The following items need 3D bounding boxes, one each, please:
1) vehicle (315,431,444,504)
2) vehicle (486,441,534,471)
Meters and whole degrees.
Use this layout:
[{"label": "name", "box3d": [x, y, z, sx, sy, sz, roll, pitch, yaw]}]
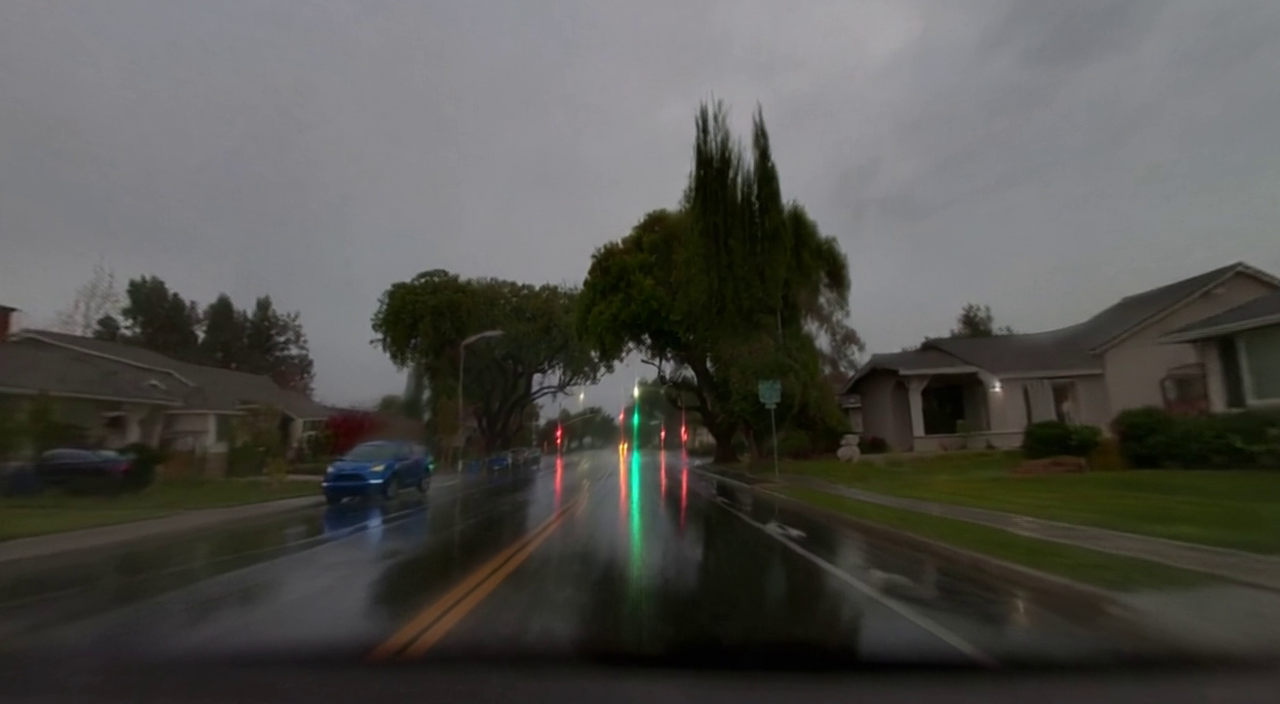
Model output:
[{"label": "vehicle", "box3d": [-7.637, 3.413, 19.102, 2.209, 1.807, 4.432, -2, -9, -3]}, {"label": "vehicle", "box3d": [-8.299, 6.673, 40.590, 2.130, 1.692, 4.544, -3, -8, -1]}]
